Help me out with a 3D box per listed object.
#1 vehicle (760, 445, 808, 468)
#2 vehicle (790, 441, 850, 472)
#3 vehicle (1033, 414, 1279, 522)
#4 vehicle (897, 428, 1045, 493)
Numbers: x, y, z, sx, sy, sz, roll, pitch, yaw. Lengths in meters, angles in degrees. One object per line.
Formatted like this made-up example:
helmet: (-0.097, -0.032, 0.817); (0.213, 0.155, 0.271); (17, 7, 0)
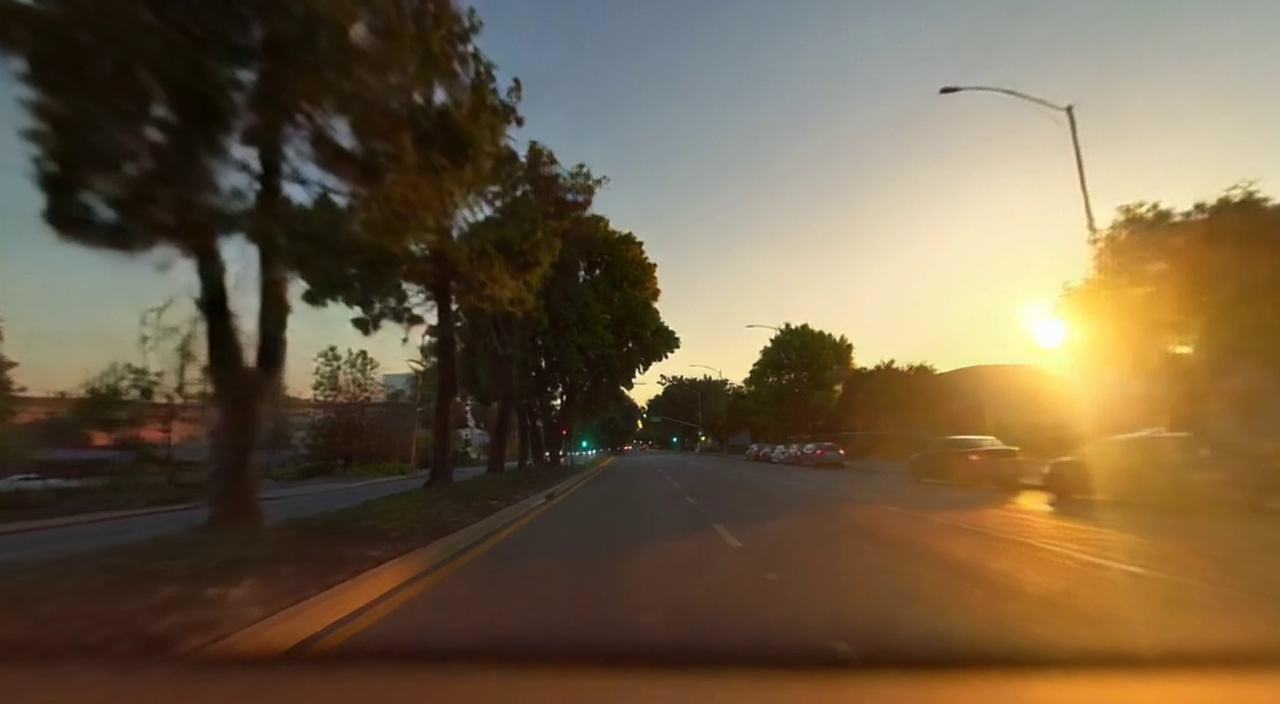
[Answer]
vehicle: (9.562, 6.961, 42.268); (1.930, 1.453, 4.665); (0, -9, -2)
vehicle: (9.792, 5.714, 34.768); (1.970, 1.610, 4.247); (0, -9, -1)
vehicle: (9.948, 2.137, 12.059); (1.984, 1.672, 4.262); (0, -9, -2)
vehicle: (9.866, 3.271, 19.365); (2.037, 1.732, 4.530); (0, -9, 0)
